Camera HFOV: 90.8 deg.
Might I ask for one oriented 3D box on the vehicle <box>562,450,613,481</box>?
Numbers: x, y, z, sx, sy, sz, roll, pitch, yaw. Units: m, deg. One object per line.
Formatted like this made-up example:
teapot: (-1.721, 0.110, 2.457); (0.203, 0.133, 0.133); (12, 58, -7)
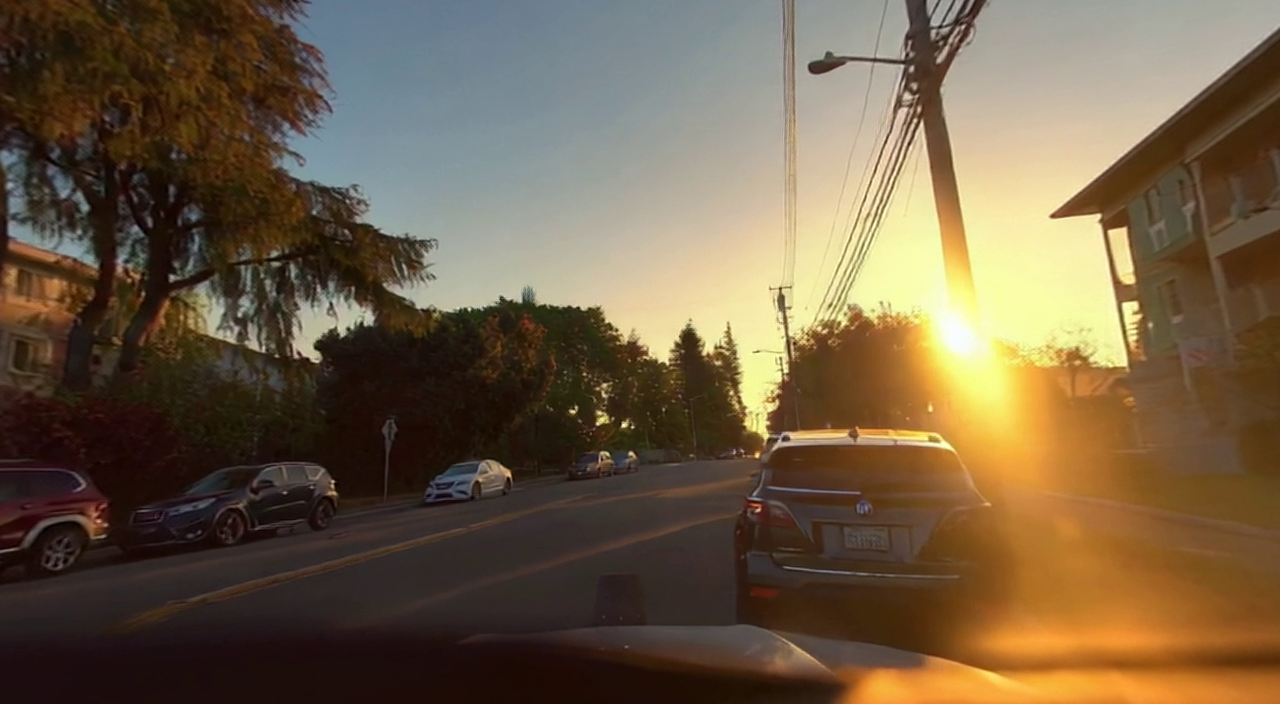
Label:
vehicle: (-3.242, 7.141, 40.025); (2.011, 1.801, 4.676); (-2, -9, 12)

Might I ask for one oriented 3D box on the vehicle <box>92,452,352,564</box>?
vehicle: (-8.576, 3.205, 13.611); (2.068, 1.745, 4.579); (-9, -11, 8)

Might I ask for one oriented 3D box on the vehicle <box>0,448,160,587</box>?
vehicle: (-9.646, 2.345, 8.474); (1.973, 1.848, 5.100); (-9, -12, 9)

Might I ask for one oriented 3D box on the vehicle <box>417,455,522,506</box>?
vehicle: (-6.622, 5.033, 25.074); (2.017, 1.582, 4.664); (-9, -12, 11)

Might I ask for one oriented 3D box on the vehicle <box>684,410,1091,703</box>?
vehicle: (1.770, 1.436, 5.731); (2.030, 1.535, 4.683); (-2, -9, 12)
